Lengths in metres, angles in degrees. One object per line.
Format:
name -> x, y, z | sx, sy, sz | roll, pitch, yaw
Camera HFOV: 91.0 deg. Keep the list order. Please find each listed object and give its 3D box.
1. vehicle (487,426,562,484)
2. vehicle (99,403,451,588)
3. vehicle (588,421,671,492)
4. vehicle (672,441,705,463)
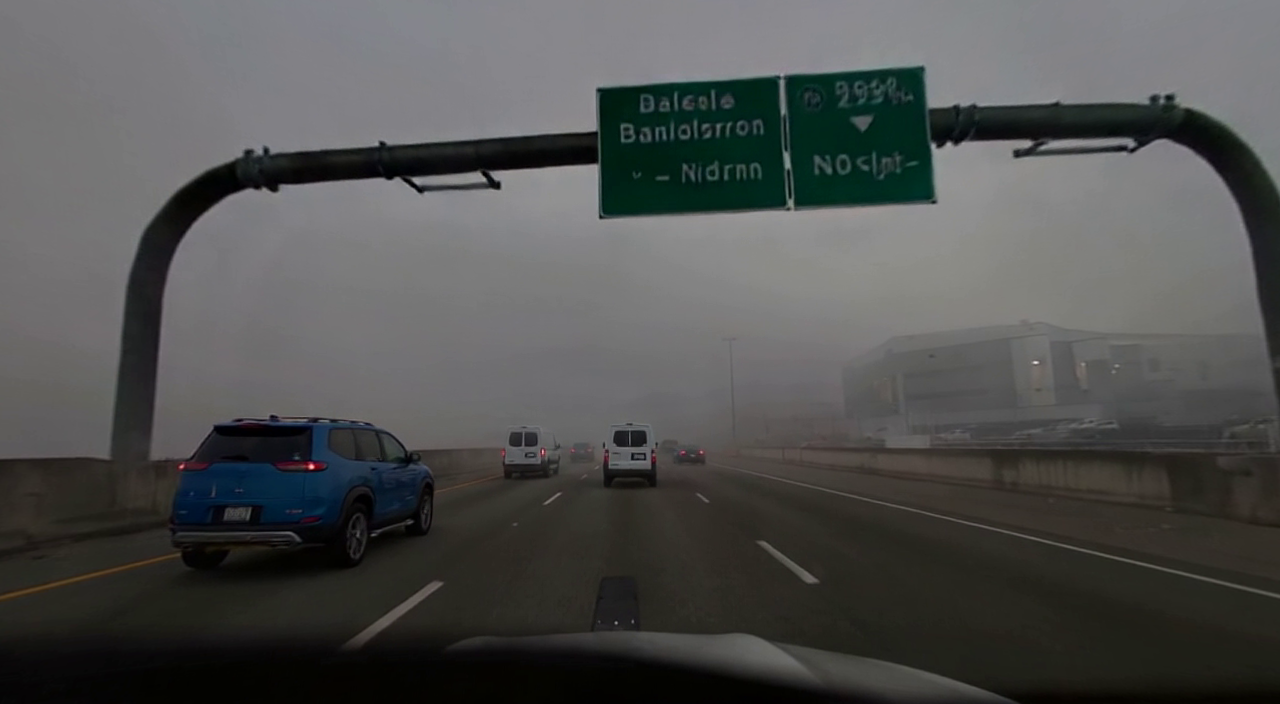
vehicle -> -4.169, 3.781, 23.445 | 2.038, 1.936, 4.300 | 0, -8, -1
vehicle -> -4.078, 1.648, 8.123 | 1.972, 1.703, 4.333 | 0, -8, -1
vehicle -> -0.337, 3.216, 19.741 | 2.304, 1.925, 4.282 | 0, -8, -1
vehicle -> 3.503, 7.299, 46.219 | 1.999, 1.494, 3.833 | 0, -8, -2
